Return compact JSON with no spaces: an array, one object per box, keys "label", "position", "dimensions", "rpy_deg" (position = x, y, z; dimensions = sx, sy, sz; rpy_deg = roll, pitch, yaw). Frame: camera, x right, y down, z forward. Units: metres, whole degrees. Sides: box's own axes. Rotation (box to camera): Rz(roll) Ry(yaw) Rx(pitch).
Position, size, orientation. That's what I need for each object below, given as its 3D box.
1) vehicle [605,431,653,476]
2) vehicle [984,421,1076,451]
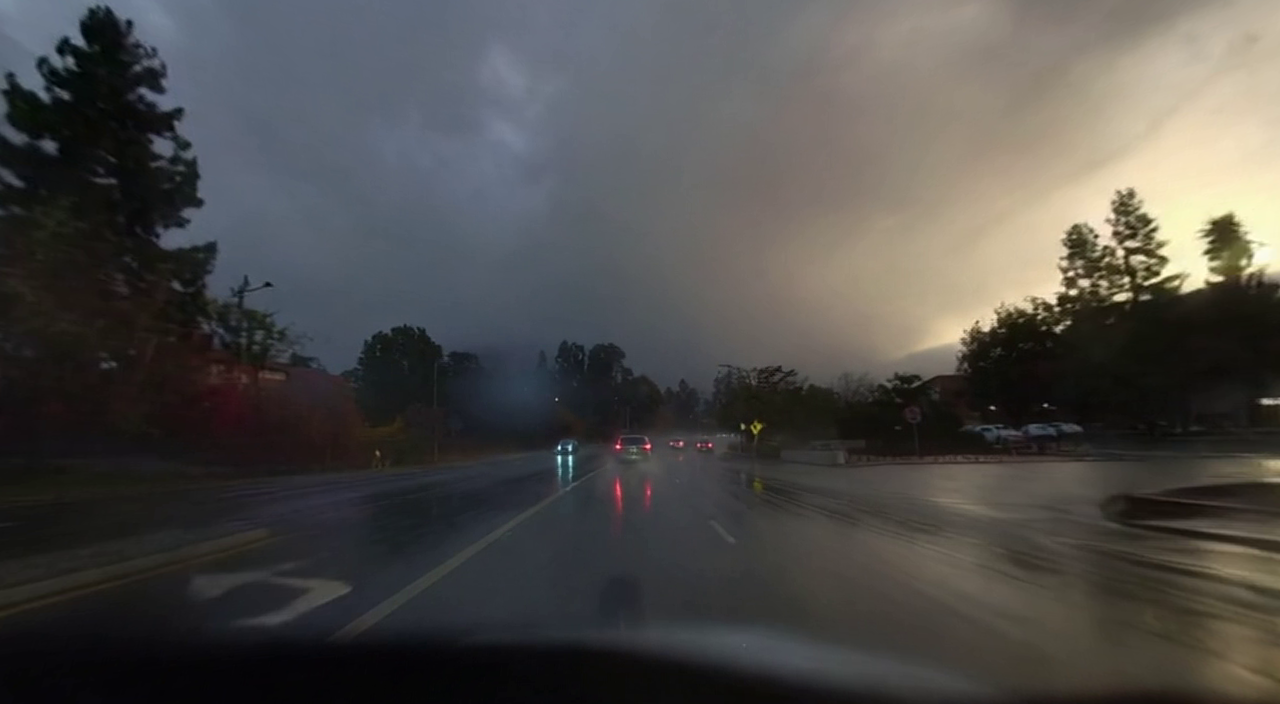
[{"label":"vehicle","position":[-0.453,4.905,30.588],"dimensions":[2.072,2.002,4.391],"rpy_deg":[0,-8,2]},{"label":"vehicle","position":[22.656,4.964,36.703],"dimensions":[1.826,1.621,4.546],"rpy_deg":[2,-9,-13]}]
